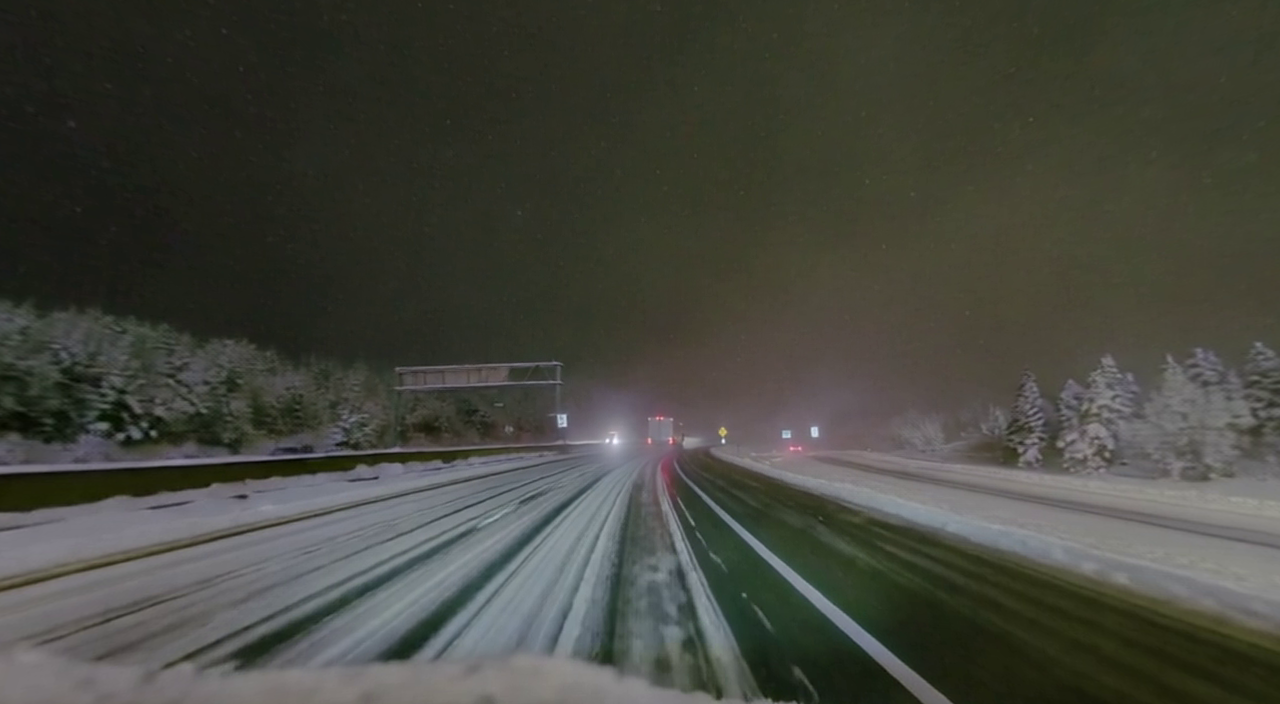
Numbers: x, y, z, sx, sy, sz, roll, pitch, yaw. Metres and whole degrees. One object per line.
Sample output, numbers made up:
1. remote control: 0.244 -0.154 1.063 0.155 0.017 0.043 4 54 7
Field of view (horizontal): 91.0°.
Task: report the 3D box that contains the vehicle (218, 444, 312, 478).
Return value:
1. vehicle: -16.730 4.838 28.318 1.795 1.382 3.876 -1 -8 1
